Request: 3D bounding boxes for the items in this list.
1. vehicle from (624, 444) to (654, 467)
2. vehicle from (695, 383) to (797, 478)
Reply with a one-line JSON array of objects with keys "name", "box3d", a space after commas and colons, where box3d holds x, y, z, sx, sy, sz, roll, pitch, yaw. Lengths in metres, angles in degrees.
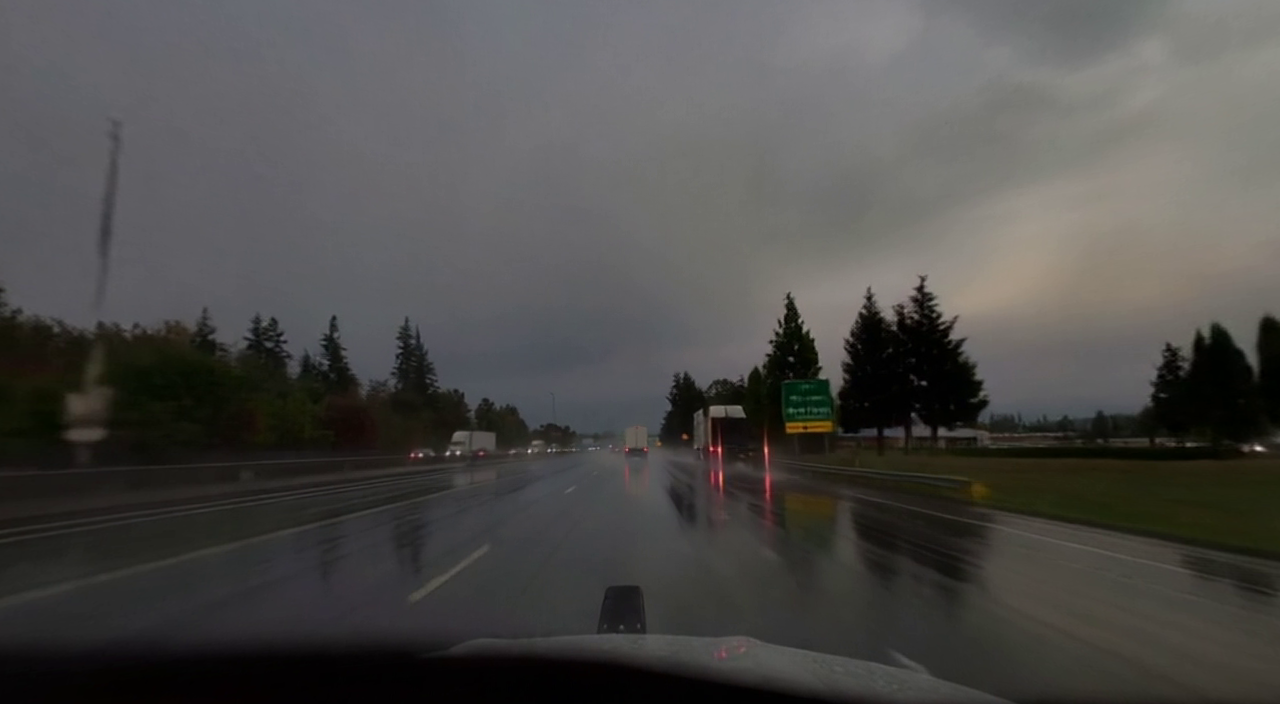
[{"name": "vehicle", "box3d": [-0.083, 7.169, 43.882, 1.972, 1.492, 3.697, 0, -9, 0]}, {"name": "vehicle", "box3d": [5.211, 4.477, 34.634, 2.893, 4.114, 14.332, 0, -9, -1]}]
